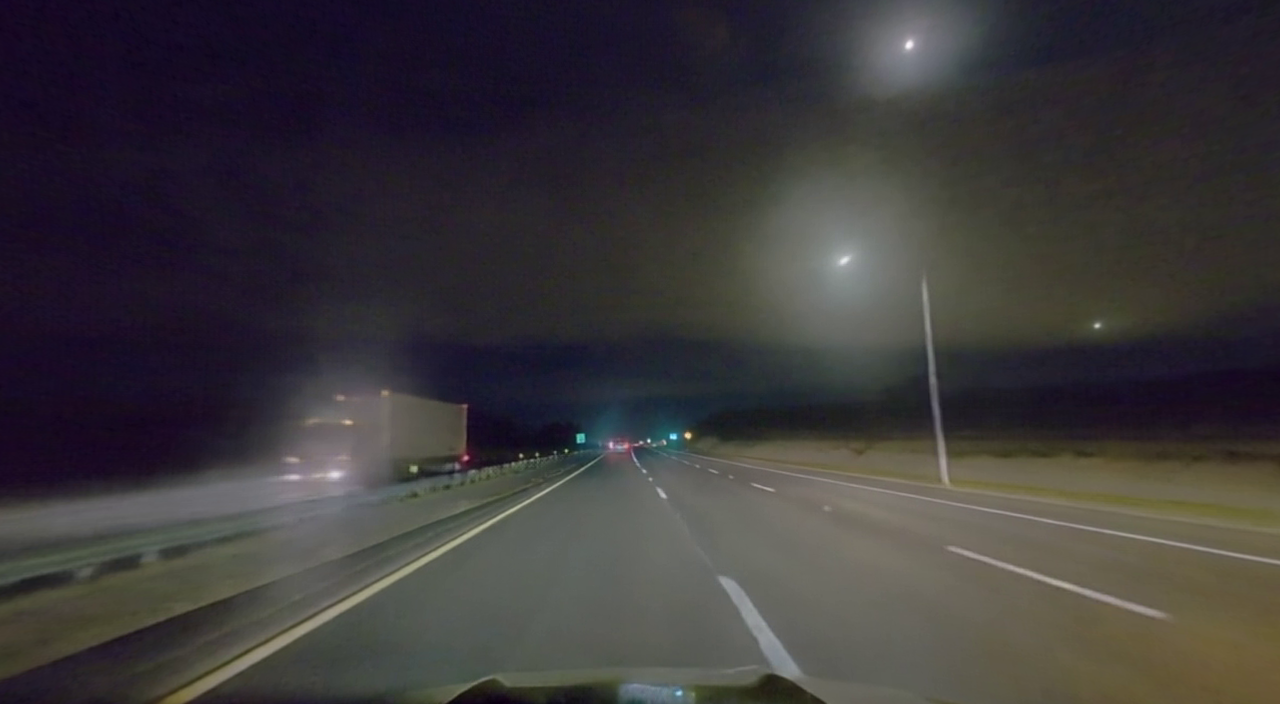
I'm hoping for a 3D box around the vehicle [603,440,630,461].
[{"bbox_3d":[-1.752,7.506,48.131,2.009,1.554,4.013,0,-8,-1],"label":"vehicle"}]

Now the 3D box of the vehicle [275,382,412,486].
[{"bbox_3d":[-12.458,3.554,27.181,2.992,3.963,6.037,0,-8,-2],"label":"vehicle"}]
